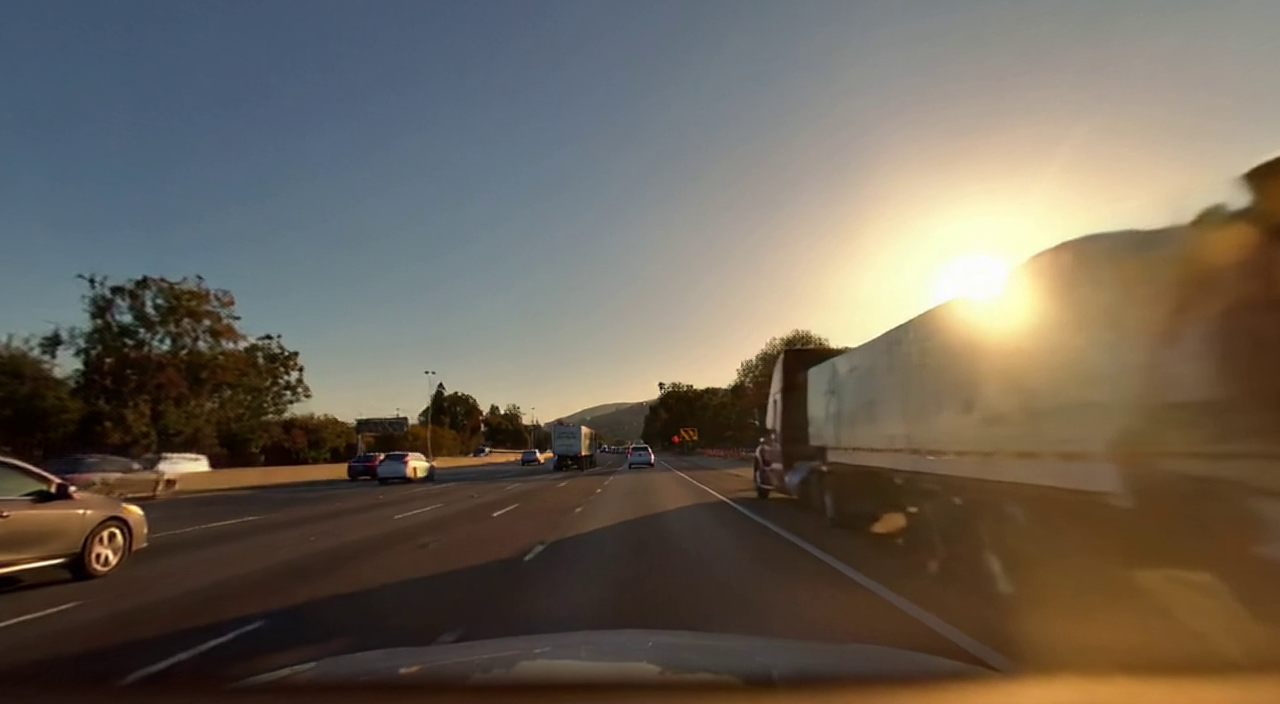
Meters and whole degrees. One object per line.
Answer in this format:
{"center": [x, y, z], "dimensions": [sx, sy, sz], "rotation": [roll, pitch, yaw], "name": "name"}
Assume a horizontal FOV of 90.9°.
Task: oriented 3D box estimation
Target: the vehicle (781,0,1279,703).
{"center": [4.661, 0.771, 7.901], "dimensions": [2.801, 3.732, 11.836], "rotation": [-4, -9, -1], "name": "vehicle"}

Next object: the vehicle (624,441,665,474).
{"center": [0.258, 6.133, 36.979], "dimensions": [2.227, 1.794, 4.646], "rotation": [0, -8, 1], "name": "vehicle"}

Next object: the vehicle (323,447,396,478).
{"center": [-15.594, 6.149, 35.339], "dimensions": [1.885, 1.591, 4.599], "rotation": [0, -8, 2], "name": "vehicle"}

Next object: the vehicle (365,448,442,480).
{"center": [-11.967, 5.679, 32.291], "dimensions": [1.928, 1.480, 4.823], "rotation": [0, -8, 2], "name": "vehicle"}

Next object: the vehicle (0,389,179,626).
{"center": [-6.016, 1.106, 4.262], "dimensions": [2.200, 1.793, 4.586], "rotation": [0, -8, 2], "name": "vehicle"}
